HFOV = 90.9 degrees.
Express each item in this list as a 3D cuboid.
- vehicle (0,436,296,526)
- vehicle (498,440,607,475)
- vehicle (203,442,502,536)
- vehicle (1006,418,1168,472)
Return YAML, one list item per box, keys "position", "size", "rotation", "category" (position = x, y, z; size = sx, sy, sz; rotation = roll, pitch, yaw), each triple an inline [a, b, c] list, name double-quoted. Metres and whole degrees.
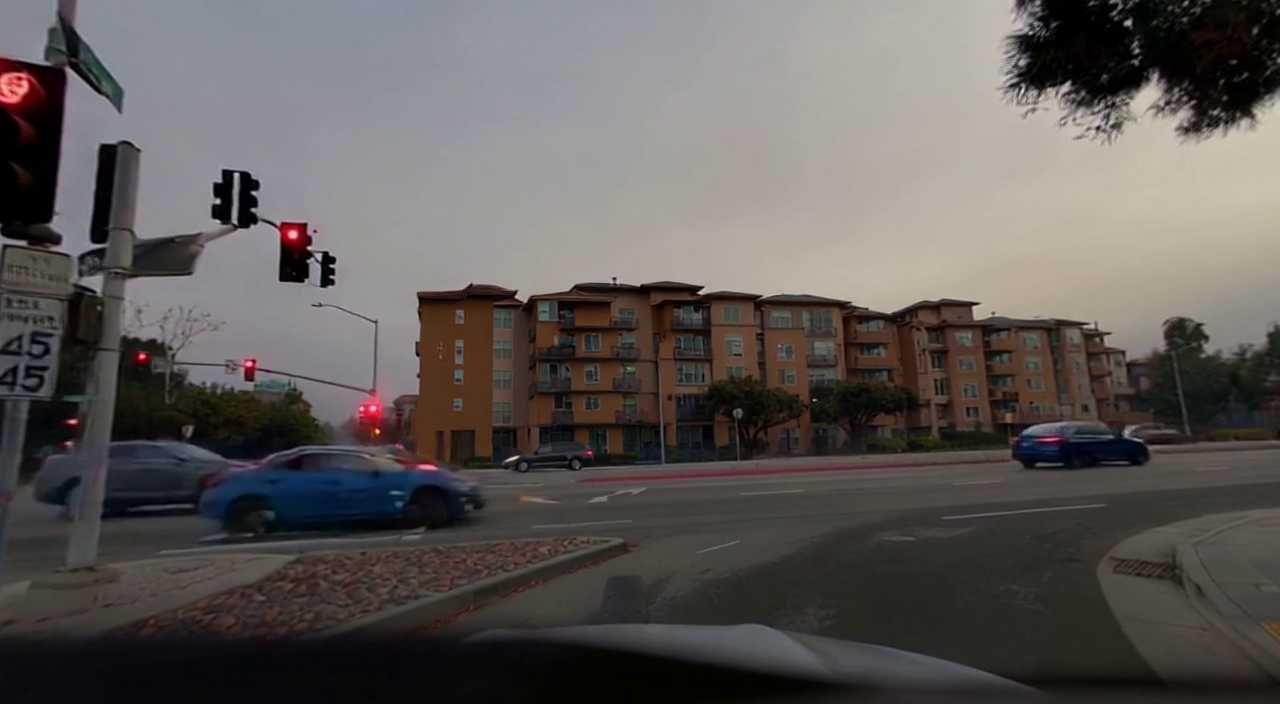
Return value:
- position: [-10.307, 2.676, 13.610]
  size: [4.683, 1.678, 1.981]
  rotation: [3, -9, -18]
  category: "vehicle"
- position: [-3.727, 4.458, 26.860]
  size: [4.289, 1.415, 1.774]
  rotation: [3, -9, -19]
  category: "vehicle"
- position: [-4.930, 2.375, 11.490]
  size: [4.521, 1.433, 1.943]
  rotation: [2, -9, -18]
  category: "vehicle"
- position: [15.180, 3.155, 21.468]
  size: [4.711, 1.688, 1.915]
  rotation: [2, -9, -18]
  category: "vehicle"
